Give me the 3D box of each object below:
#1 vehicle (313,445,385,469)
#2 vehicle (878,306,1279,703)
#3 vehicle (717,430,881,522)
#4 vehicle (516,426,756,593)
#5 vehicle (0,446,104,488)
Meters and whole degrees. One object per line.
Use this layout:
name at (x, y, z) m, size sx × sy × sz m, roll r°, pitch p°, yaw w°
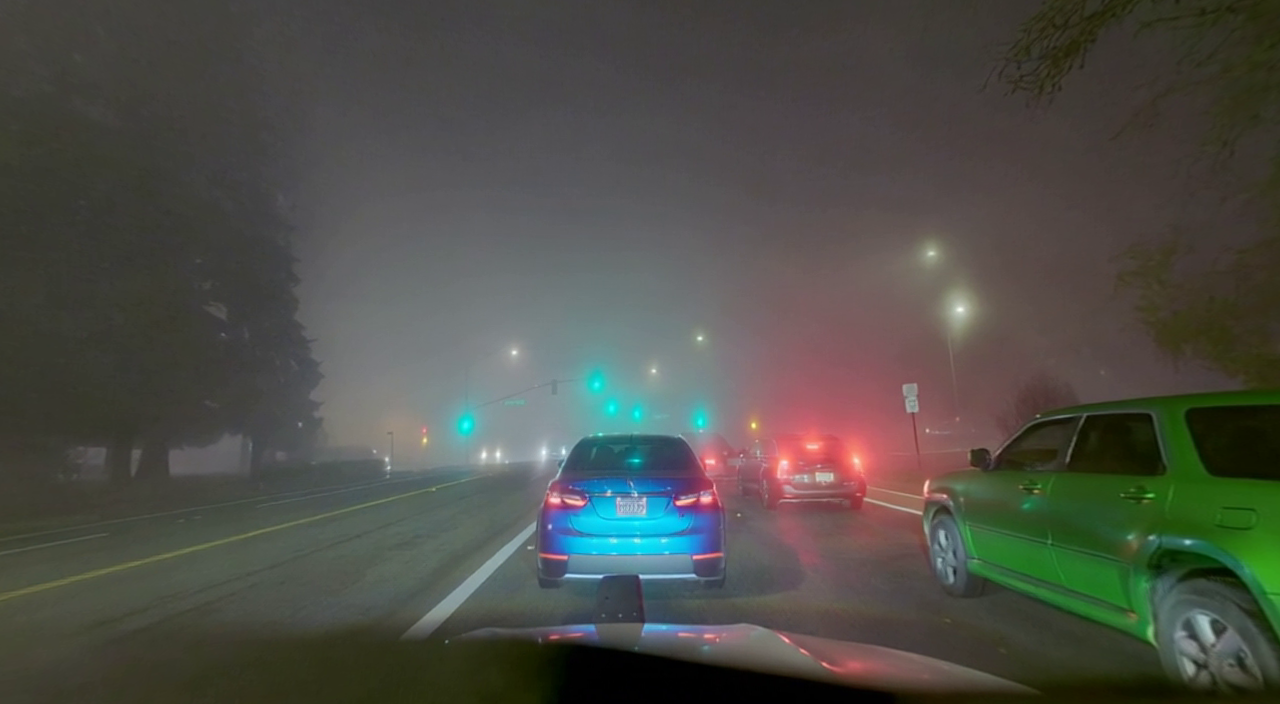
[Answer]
vehicle at (-19.891, 7.189, 43.338) m, size 3.957 × 1.630 × 1.881 m, roll 0°, pitch -8°, yaw 0°
vehicle at (3.361, 0.955, 3.928) m, size 2.006 × 1.766 × 4.345 m, roll 0°, pitch -8°, yaw 0°
vehicle at (2.956, 2.422, 12.928) m, size 1.971 × 1.517 × 4.521 m, roll 0°, pitch -8°, yaw -3°
vehicle at (-0.084, 1.742, 7.897) m, size 2.186 × 1.500 × 4.141 m, roll 0°, pitch -8°, yaw -1°
vehicle at (-22.532, 4.210, 23.273) m, size 4.092 × 1.438 × 1.639 m, roll -1°, pitch -8°, yaw 1°
